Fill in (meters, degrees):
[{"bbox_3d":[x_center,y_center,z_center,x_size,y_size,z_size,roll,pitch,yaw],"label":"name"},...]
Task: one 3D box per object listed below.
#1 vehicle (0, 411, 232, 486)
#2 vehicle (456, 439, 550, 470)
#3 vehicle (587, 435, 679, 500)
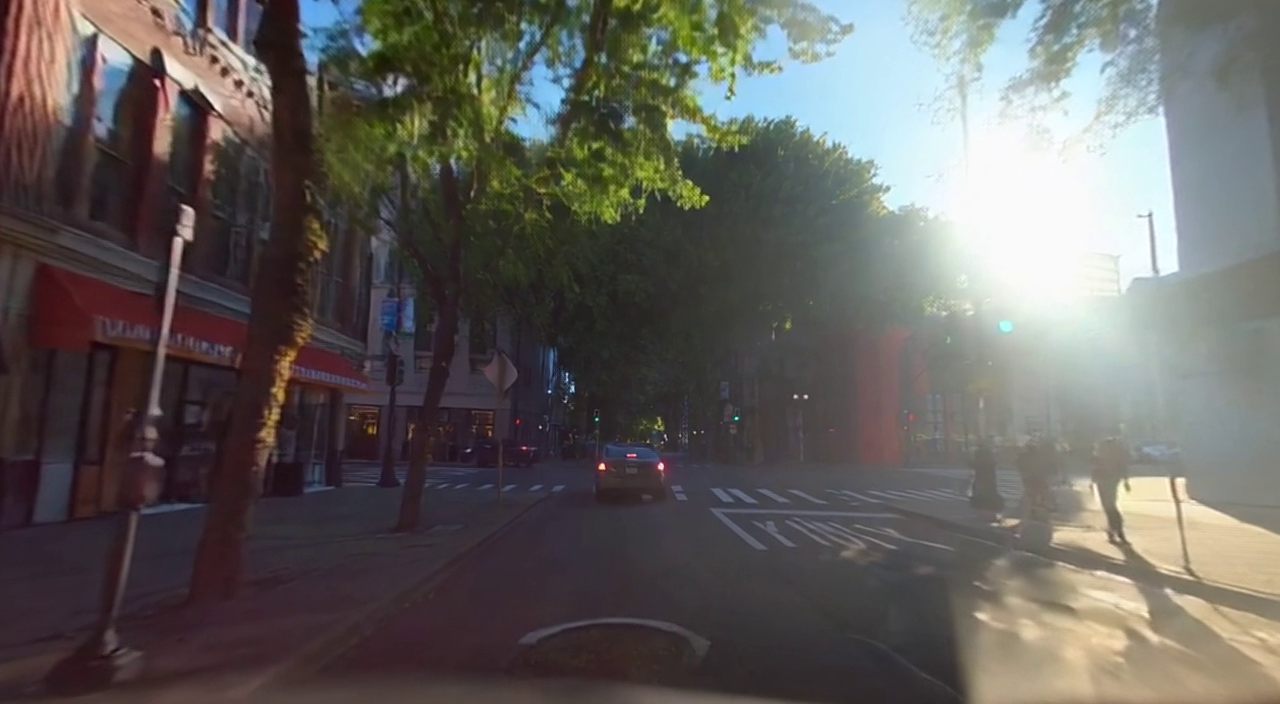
[{"bbox_3d":[-17.864,3.308,21.726,5.858,2.396,2.319,1,-9,-2],"label":"vehicle"},{"bbox_3d":[-6.986,5.192,32.120,4.627,1.468,1.871,-6,-10,32],"label":"vehicle"},{"bbox_3d":[-0.303,3.017,16.868,2.106,1.482,4.459,0,-9,-4],"label":"vehicle"}]
